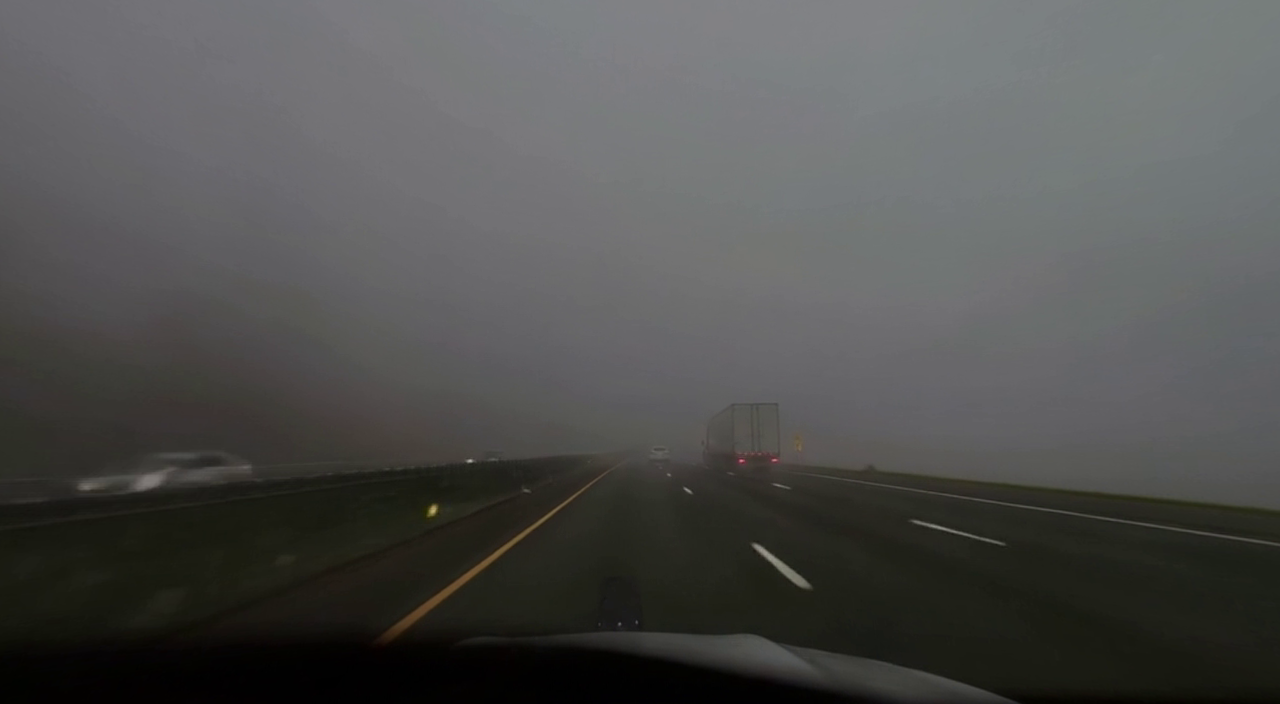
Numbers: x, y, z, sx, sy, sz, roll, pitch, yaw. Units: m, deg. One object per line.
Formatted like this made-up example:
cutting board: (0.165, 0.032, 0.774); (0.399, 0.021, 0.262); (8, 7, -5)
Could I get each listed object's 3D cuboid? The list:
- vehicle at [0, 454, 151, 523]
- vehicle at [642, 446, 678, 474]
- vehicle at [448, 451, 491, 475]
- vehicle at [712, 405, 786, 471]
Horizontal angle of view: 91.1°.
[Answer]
vehicle: (-14.825, 3.288, 15.628); (1.816, 1.459, 4.429); (0, -9, -1)
vehicle: (1.127, 6.425, 37.549); (2.024, 1.579, 3.707); (-1, -9, 0)
vehicle: (-11.337, 7.395, 42.071); (1.774, 1.458, 4.238); (0, -9, -2)
vehicle: (7.506, 6.406, 45.860); (2.907, 4.042, 13.858); (0, -9, 0)
